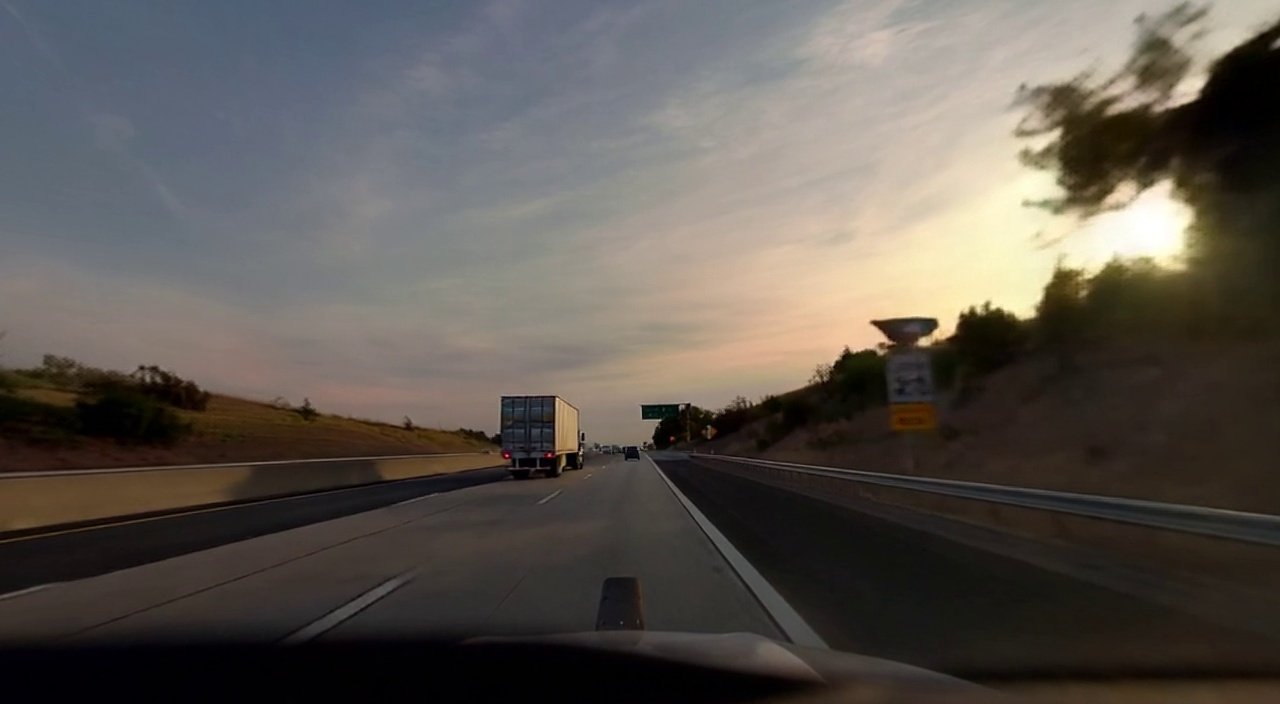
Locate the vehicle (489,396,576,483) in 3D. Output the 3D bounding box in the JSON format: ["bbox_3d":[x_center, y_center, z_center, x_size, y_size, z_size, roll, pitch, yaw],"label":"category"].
[{"bbox_3d":[-4.665,4.050,29.001,2.707,3.461,7.191,0,-9,0],"label":"vehicle"}]
